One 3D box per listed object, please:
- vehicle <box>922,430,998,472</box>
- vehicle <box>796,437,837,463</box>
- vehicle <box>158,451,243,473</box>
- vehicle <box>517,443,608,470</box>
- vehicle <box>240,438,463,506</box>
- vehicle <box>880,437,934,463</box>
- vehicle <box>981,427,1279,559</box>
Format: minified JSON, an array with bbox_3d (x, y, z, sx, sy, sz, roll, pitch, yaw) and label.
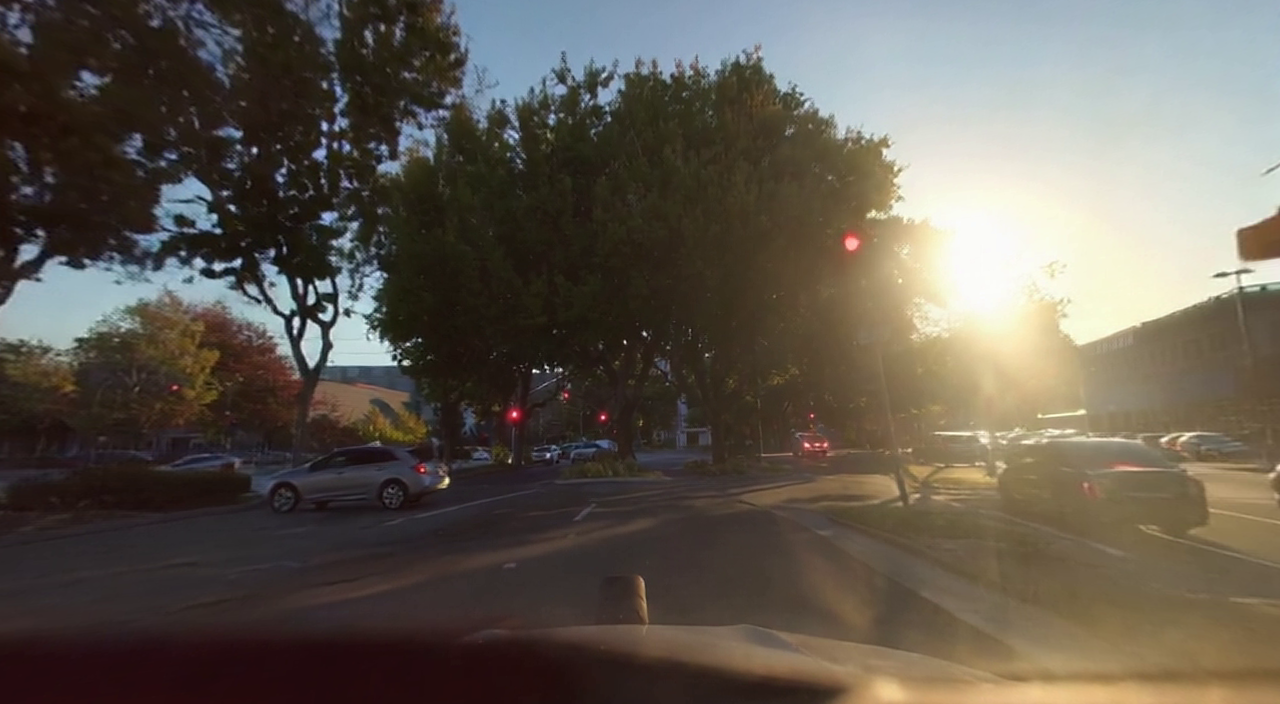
[{"bbox_3d":[13.777,4.294,27.489,1.921,1.657,4.400,-2,-9,14],"label":"vehicle"},{"bbox_3d":[11.375,6.346,41.006,2.061,1.519,4.794,-2,-8,10],"label":"vehicle"},{"bbox_3d":[-32.293,8.061,46.518,1.840,1.451,4.657,-6,-10,33],"label":"vehicle"},{"bbox_3d":[-4.447,6.009,36.575,4.792,1.468,2.116,-2,-9,14],"label":"vehicle"},{"bbox_3d":[-6.650,2.791,14.917,4.376,1.476,1.791,0,-8,2],"label":"vehicle"},{"bbox_3d":[16.437,6.039,39.113,1.951,1.491,4.359,-1,-8,7],"label":"vehicle"},{"bbox_3d":[6.928,1.951,9.583,1.867,1.479,4.452,-2,-9,12],"label":"vehicle"}]
